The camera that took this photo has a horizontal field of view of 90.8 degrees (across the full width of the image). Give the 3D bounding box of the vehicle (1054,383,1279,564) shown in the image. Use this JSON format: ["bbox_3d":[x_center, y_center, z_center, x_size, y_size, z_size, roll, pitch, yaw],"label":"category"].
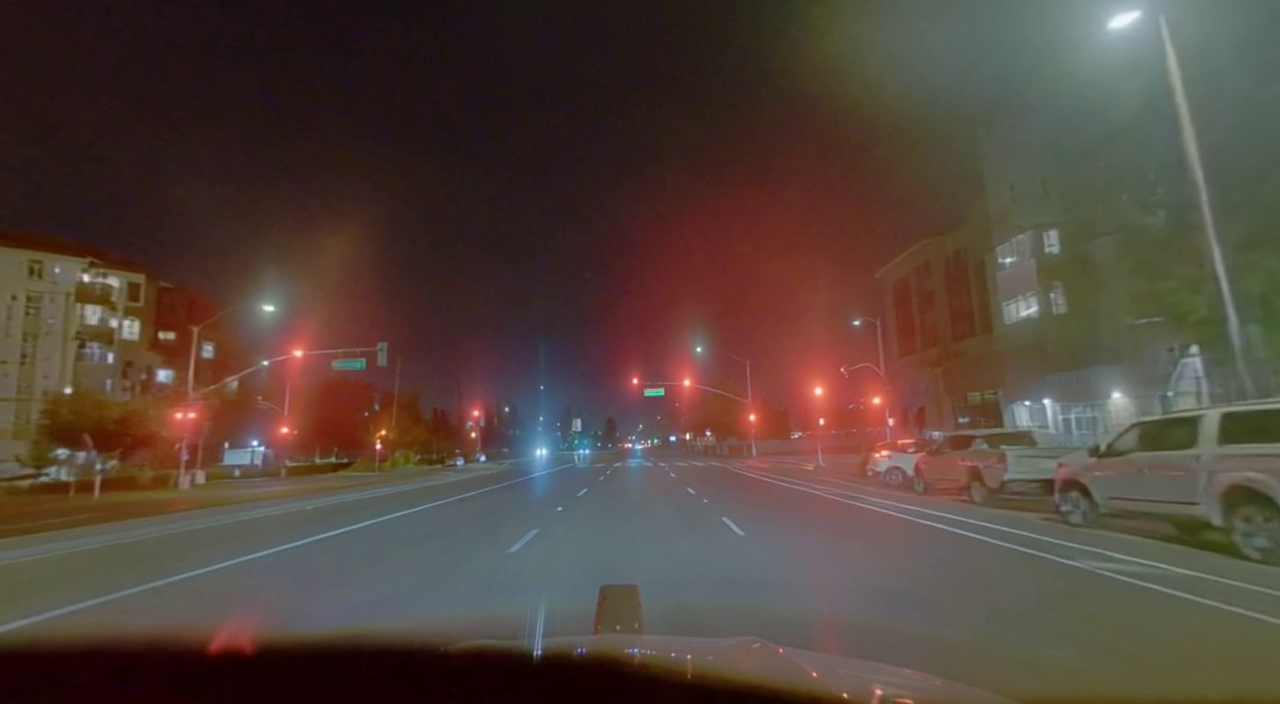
[{"bbox_3d":[7.790,1.404,7.504,2.130,1.877,5.334,0,-9,0],"label":"vehicle"}]

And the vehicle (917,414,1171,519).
[{"bbox_3d":[7.908,2.293,13.132,2.063,1.749,4.776,0,-9,0],"label":"vehicle"}]
